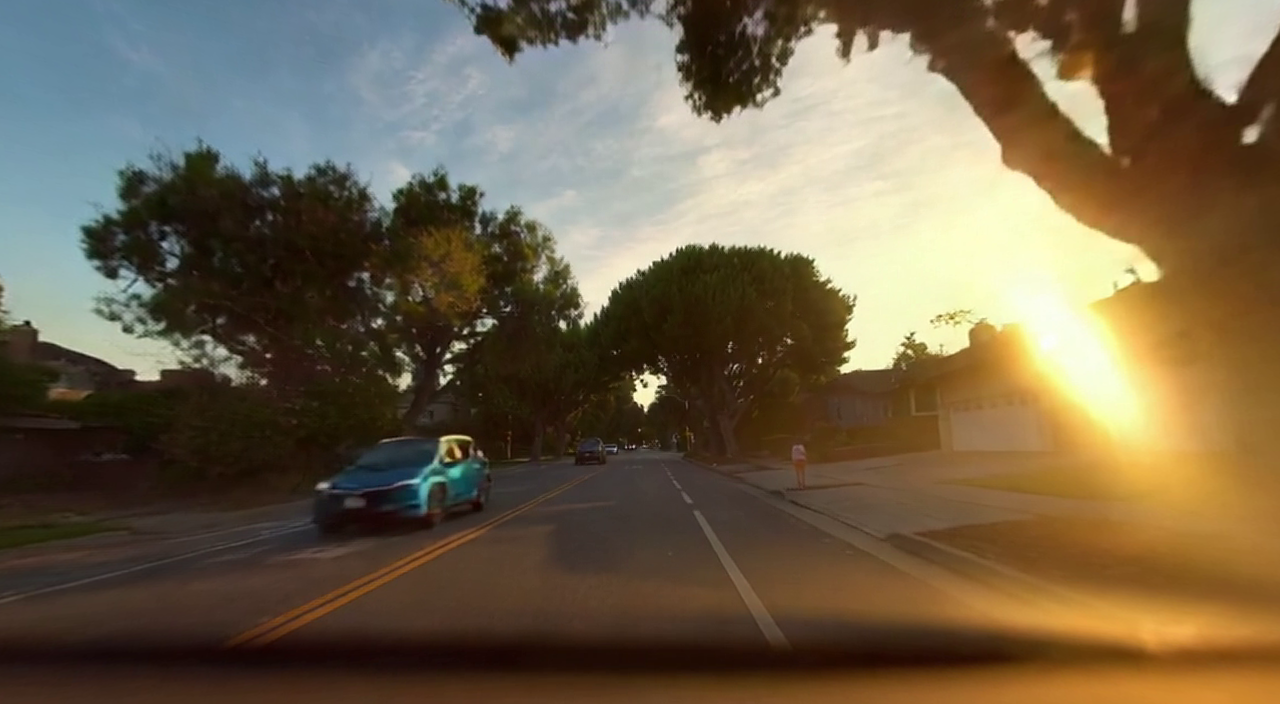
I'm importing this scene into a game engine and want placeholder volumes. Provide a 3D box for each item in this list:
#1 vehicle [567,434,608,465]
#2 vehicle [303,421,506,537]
[{"bbox_3d":[-3.781,7.172,46.651,2.417,2.088,5.780,0,-8,1],"label":"vehicle"},{"bbox_3d":[-4.178,2.315,12.185,2.041,1.780,4.618,0,-8,1],"label":"vehicle"}]
